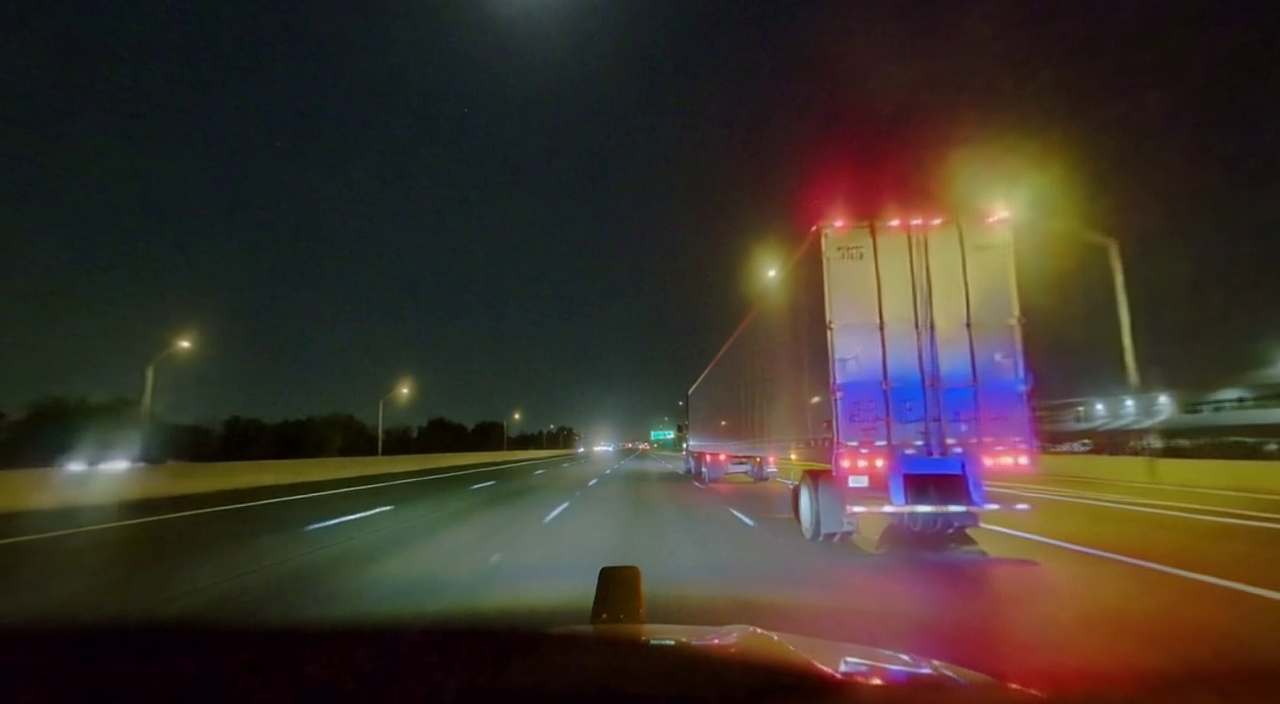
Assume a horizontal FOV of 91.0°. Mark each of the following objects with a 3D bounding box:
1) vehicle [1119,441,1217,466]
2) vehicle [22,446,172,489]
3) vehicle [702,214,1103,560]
[{"bbox_3d":[37.803,7.246,45.151,4.941,1.744,2.132,-1,-9,3],"label":"vehicle"},{"bbox_3d":[-22.609,4.796,26.564,1.983,1.655,4.774,0,-9,1],"label":"vehicle"},{"bbox_3d":[3.842,1.520,15.479,2.949,4.149,16.046,0,-9,0],"label":"vehicle"}]
